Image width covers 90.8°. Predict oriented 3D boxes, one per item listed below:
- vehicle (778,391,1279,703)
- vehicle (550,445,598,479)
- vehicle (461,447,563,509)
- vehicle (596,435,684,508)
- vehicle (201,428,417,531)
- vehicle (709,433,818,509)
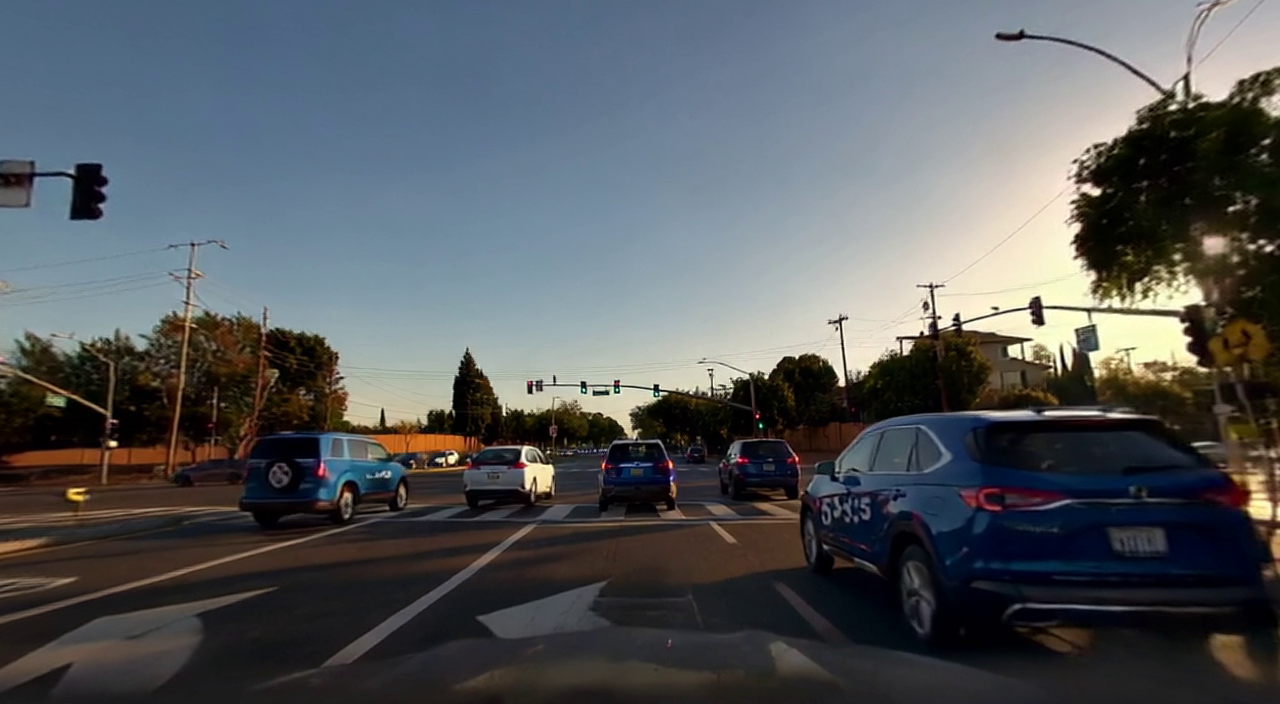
[{"bbox_3d":[2.781,1.374,5.672,2.034,1.655,4.465,0,-9,0],"label":"vehicle"},{"bbox_3d":[-3.389,5.730,33.225,1.939,1.652,4.268,0,-9,2],"label":"vehicle"},{"bbox_3d":[-3.355,3.387,17.496,1.881,1.466,4.484,0,-9,0],"label":"vehicle"},{"bbox_3d":[0.001,3.172,17.188,2.111,1.712,4.078,0,-9,0],"label":"vehicle"},{"bbox_3d":[-6.703,2.615,13.580,2.116,1.812,4.609,0,-9,0],"label":"vehicle"},{"bbox_3d":[3.199,3.175,17.365,1.999,1.789,4.583,0,-9,-1],"label":"vehicle"}]
